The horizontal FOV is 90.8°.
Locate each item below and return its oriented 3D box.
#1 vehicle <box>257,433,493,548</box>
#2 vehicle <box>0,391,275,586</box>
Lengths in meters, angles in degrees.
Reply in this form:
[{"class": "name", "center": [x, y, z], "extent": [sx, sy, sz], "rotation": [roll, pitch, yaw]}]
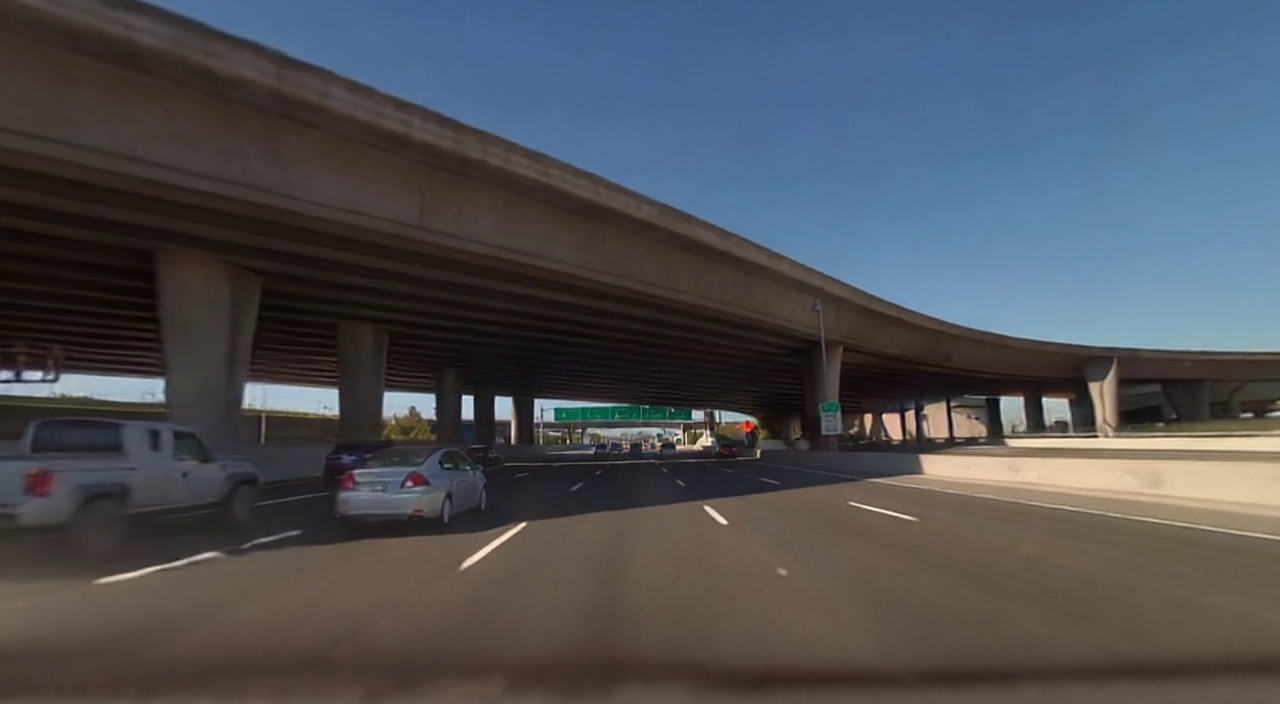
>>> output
[{"class": "vehicle", "center": [-4.065, 2.179, 10.732], "extent": [2.051, 1.516, 4.493], "rotation": [0, -8, 0]}, {"class": "vehicle", "center": [-7.310, 1.612, 8.057], "extent": [2.208, 1.876, 5.088], "rotation": [0, -8, 0]}]
